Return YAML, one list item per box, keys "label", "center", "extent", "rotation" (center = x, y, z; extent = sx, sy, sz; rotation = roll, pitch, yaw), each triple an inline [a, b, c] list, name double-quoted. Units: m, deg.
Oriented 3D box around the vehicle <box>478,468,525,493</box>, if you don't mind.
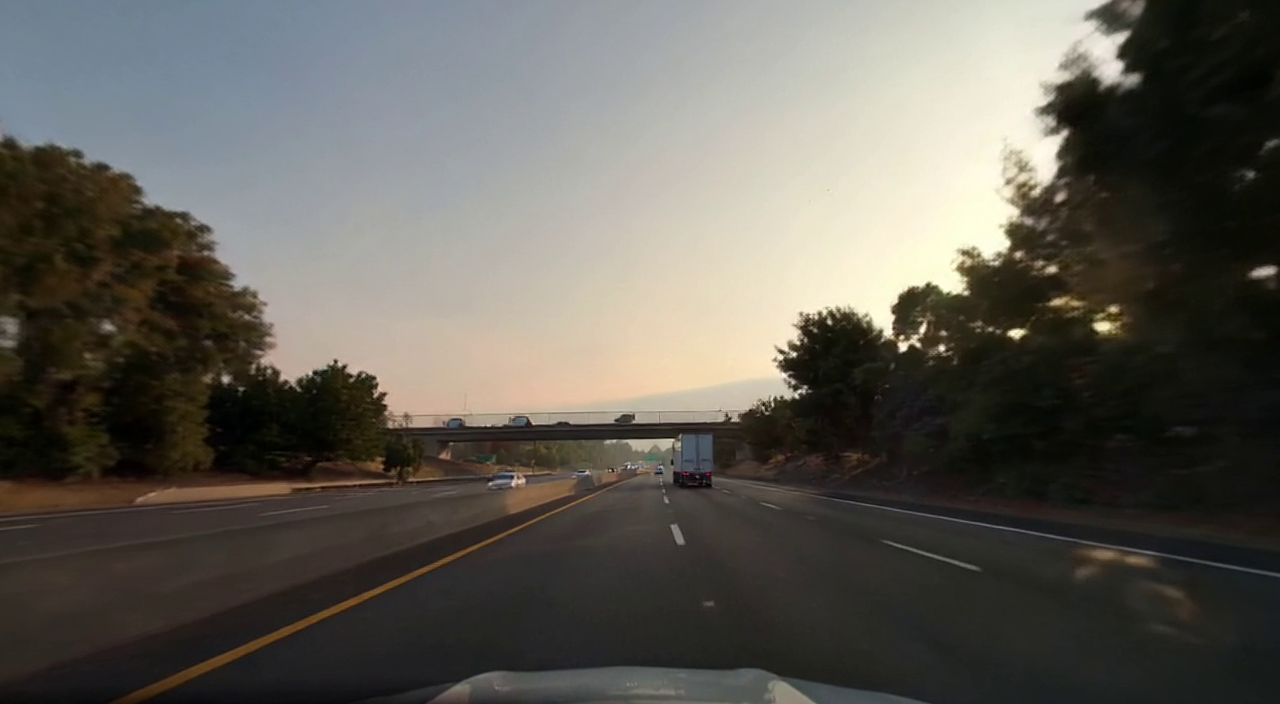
- label: "vehicle"
  center: [-9.059, 8.446, 41.550]
  extent: [2.046, 1.536, 4.145]
  rotation: [1, -11, 1]
